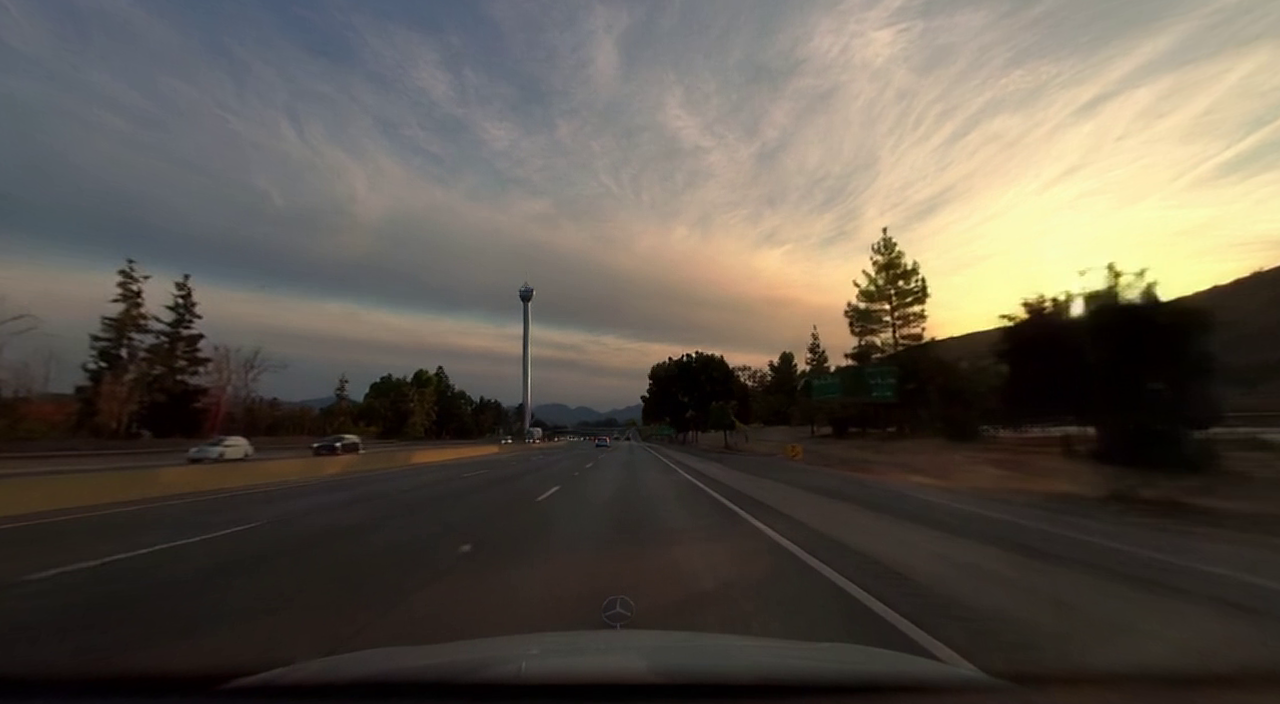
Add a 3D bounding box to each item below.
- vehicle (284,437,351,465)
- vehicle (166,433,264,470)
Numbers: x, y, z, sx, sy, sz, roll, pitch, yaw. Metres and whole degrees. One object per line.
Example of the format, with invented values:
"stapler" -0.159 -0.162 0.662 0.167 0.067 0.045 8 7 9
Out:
"vehicle" -20.801 6.366 40.754 1.986 1.700 4.426 0 -8 0
"vehicle" -25.089 5.849 37.421 2.162 1.998 5.306 0 -8 -1
